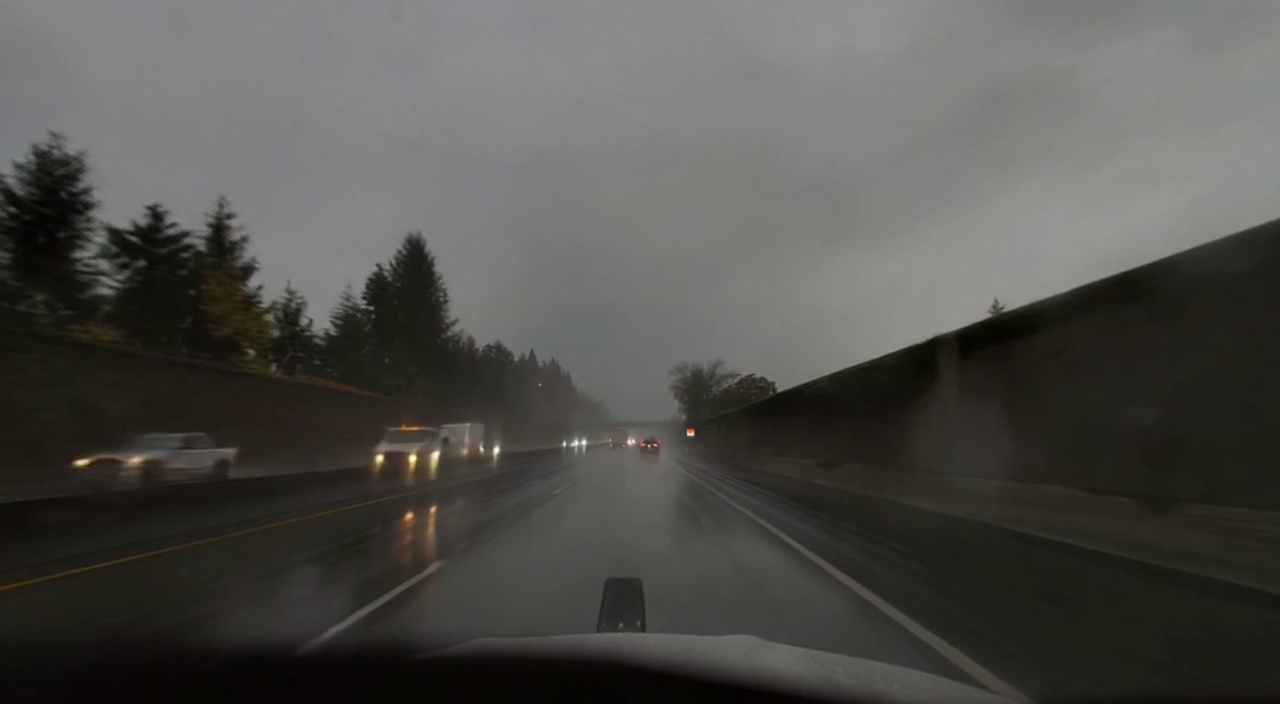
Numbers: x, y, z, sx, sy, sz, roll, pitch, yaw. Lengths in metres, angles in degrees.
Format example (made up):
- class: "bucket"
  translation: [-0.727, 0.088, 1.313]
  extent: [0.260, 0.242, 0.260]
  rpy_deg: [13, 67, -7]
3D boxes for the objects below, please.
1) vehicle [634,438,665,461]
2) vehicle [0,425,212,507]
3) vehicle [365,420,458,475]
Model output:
- class: "vehicle"
  translation: [0.637, 6.791, 44.061]
  extent: [2.030, 1.523, 4.114]
  rpy_deg: [0, -8, 0]
- class: "vehicle"
  translation: [-14.983, 3.121, 17.792]
  extent: [2.067, 1.948, 5.164]
  rpy_deg: [0, -8, 0]
- class: "vehicle"
  translation: [-10.829, 4.597, 30.455]
  extent: [2.323, 2.410, 5.572]
  rpy_deg: [0, -8, 1]
